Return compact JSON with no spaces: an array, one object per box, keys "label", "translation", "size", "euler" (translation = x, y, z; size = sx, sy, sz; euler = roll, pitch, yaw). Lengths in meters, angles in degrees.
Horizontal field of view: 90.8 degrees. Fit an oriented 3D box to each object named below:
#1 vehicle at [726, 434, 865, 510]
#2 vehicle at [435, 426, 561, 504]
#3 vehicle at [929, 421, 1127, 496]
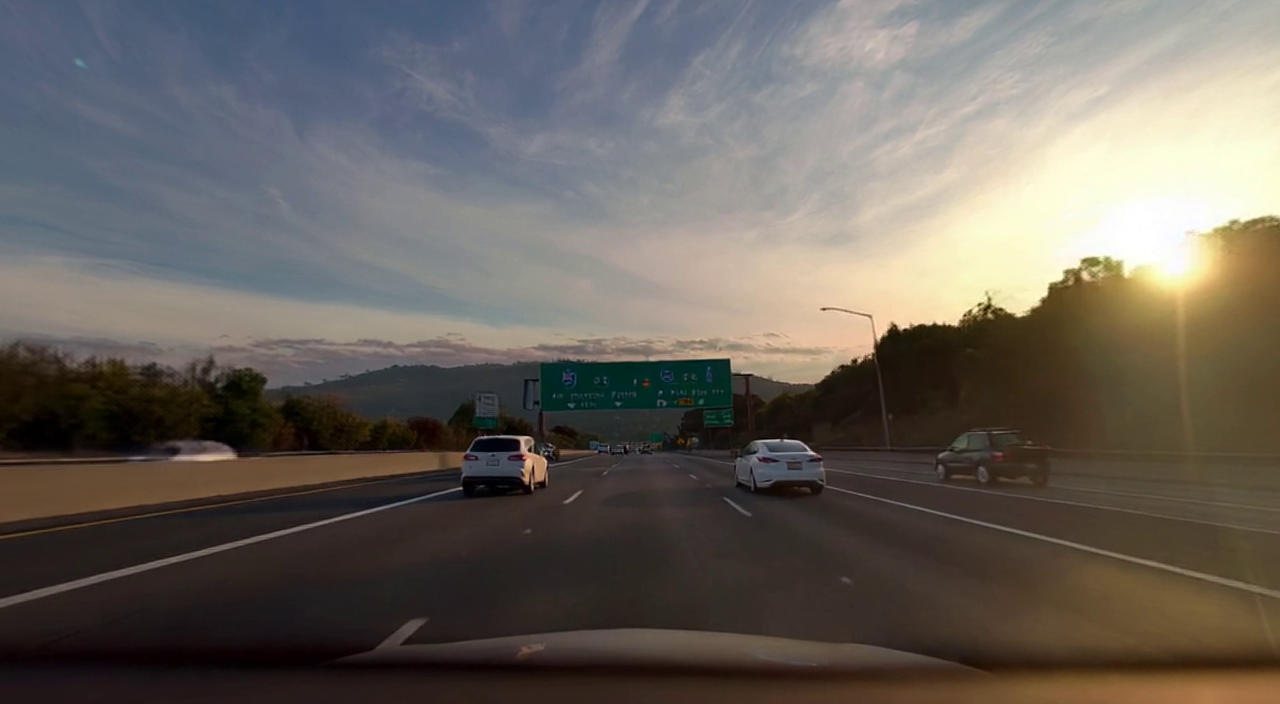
[{"label":"vehicle","translation":[3.569,2.849,15.592],"size":[2.107,1.550,4.949],"euler":[0,-9,-1]},{"label":"vehicle","translation":[-3.503,2.906,16.638],"size":[2.193,1.746,4.512],"euler":[0,-8,1]},{"label":"vehicle","translation":[11.143,3.126,18.889],"size":[2.223,1.865,5.704],"euler":[0,-9,-1]}]
